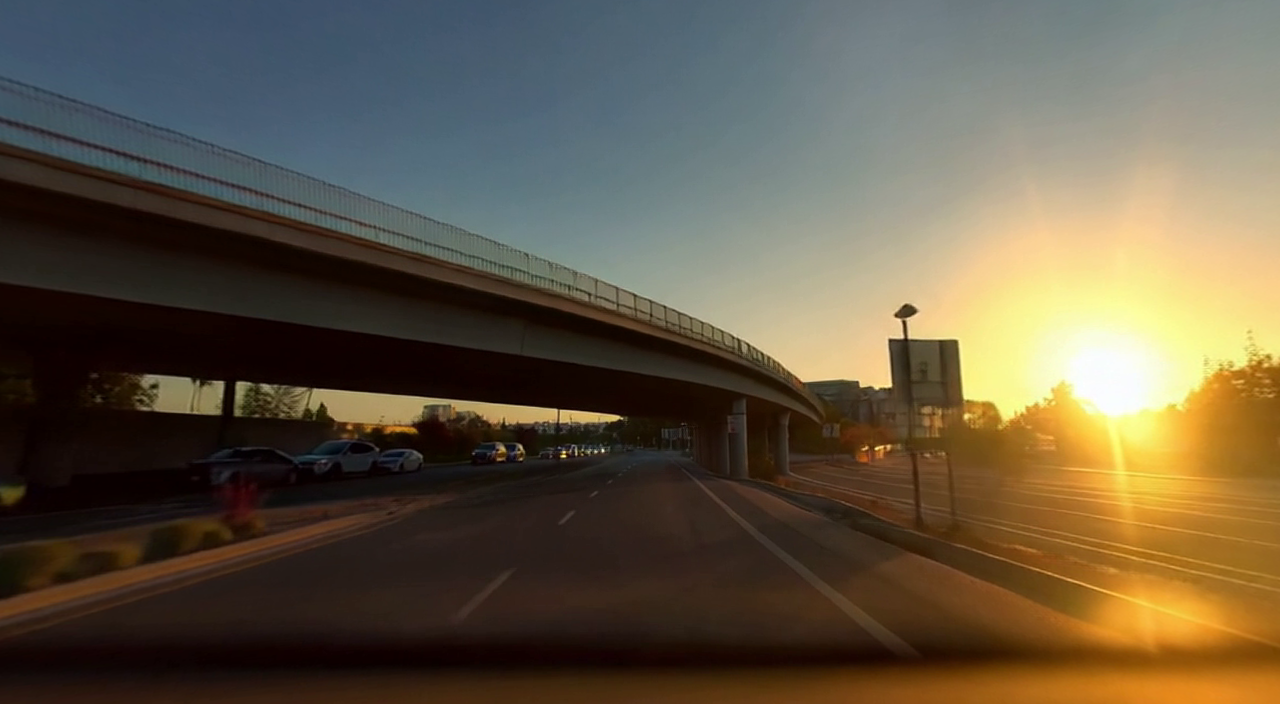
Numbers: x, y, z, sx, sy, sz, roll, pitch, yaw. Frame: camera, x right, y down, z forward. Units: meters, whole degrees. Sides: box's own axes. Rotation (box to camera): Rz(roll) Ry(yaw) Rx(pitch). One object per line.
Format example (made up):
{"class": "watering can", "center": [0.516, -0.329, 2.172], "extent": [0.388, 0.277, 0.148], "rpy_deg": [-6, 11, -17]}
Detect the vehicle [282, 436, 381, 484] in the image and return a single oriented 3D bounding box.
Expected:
{"class": "vehicle", "center": [-13.287, 4.644, 27.529], "extent": [1.886, 1.801, 4.337], "rpy_deg": [2, -8, 3]}

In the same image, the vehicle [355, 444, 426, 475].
{"class": "vehicle", "center": [-13.134, 5.736, 33.603], "extent": [1.847, 1.498, 4.368], "rpy_deg": [1, -10, 2]}

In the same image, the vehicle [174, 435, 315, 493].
{"class": "vehicle", "center": [-13.209, 3.755, 21.488], "extent": [1.903, 1.703, 4.346], "rpy_deg": [2, -9, 1]}
